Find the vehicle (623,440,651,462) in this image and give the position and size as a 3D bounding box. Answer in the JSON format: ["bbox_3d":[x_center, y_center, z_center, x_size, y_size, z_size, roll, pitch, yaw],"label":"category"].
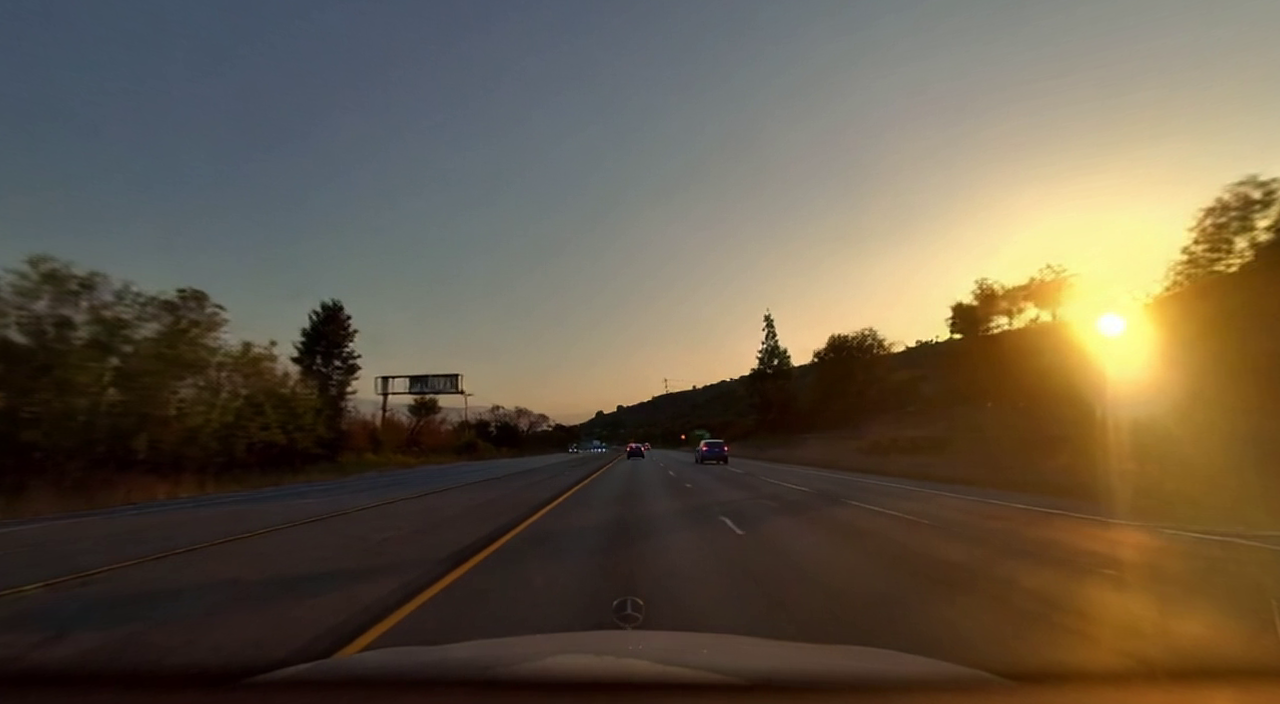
[{"bbox_3d":[-0.206,7.346,46.766,2.009,1.554,4.013,0,-8,1],"label":"vehicle"}]

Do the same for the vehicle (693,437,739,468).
[{"bbox_3d":[4.108,5.499,34.621,2.037,1.609,4.036,0,-8,0],"label":"vehicle"}]
